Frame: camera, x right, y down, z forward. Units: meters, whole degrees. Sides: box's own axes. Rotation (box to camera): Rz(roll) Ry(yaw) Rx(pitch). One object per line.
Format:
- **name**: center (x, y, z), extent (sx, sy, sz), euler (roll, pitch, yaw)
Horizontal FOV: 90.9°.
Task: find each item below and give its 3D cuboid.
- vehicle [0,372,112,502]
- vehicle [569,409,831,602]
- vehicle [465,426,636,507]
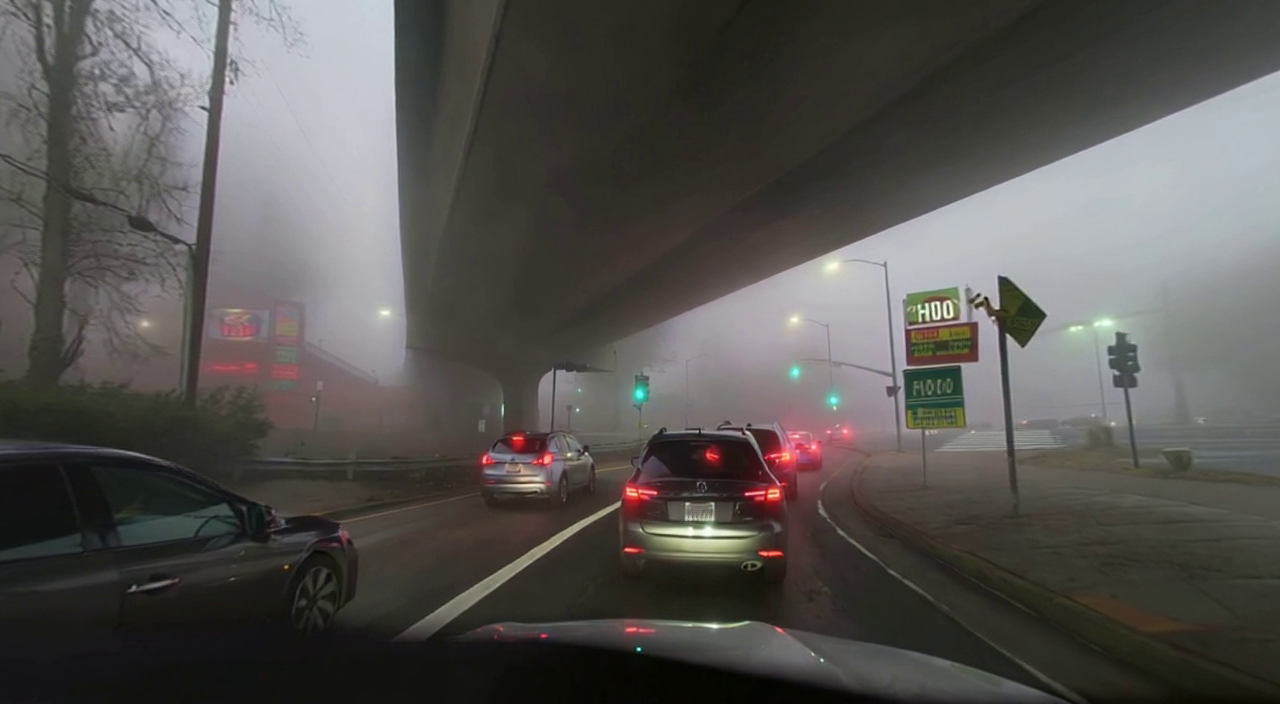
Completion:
- **vehicle**: center (-24.372, 2.700, 18.734), extent (13.064, 3.755, 3.269), euler (0, -8, -13)
- **vehicle**: center (0.807, 1.602, 7.547), extent (2.195, 1.571, 4.353), euler (-2, -8, 9)
- **vehicle**: center (-1.783, 2.555, 14.553), extent (2.214, 1.519, 4.704), euler (-2, -9, 15)
